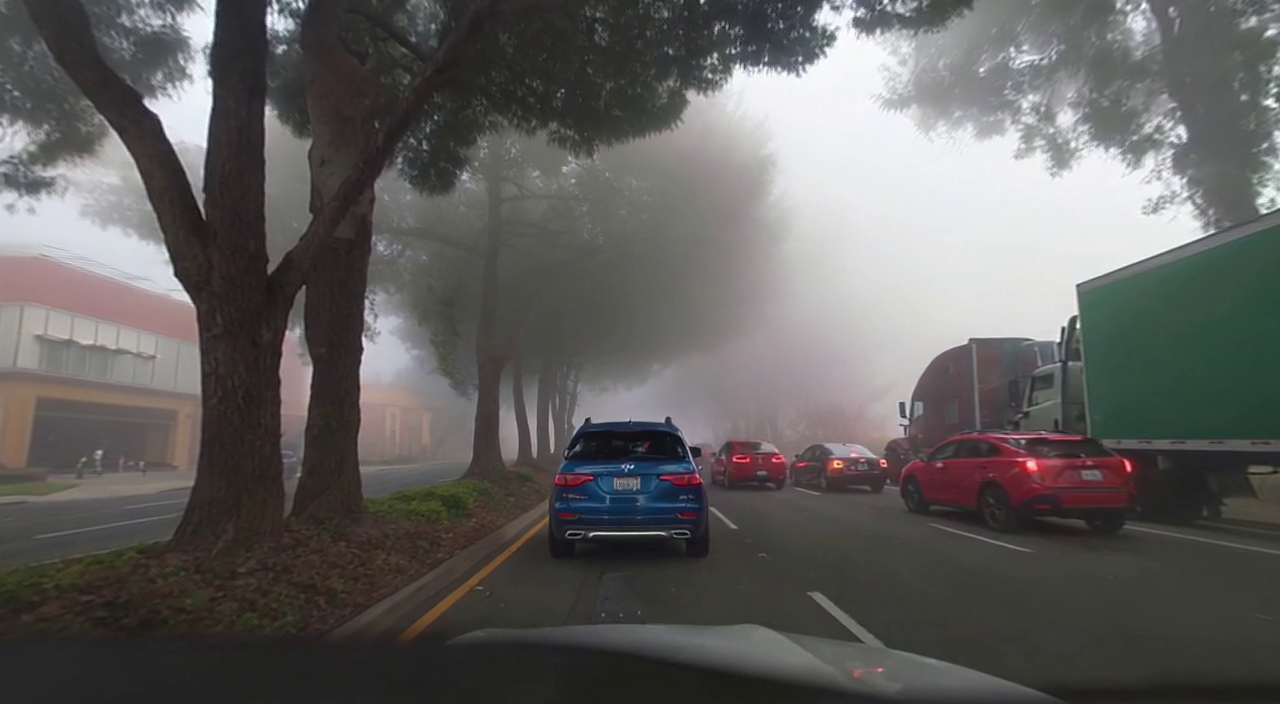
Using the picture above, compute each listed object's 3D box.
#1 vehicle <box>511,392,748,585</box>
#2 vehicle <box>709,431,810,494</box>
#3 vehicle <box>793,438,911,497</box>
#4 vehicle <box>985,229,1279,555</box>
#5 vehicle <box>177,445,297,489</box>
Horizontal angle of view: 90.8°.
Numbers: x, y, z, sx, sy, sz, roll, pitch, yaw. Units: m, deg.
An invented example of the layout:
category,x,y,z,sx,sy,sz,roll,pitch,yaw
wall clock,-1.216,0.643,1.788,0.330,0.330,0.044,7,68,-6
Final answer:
category,x,y,z,sx,sy,sz,roll,pitch,yaw
vehicle,-0.135,1.655,8.384,2.320,1.880,4.192,0,-9,-1
vehicle,3.407,3.274,19.005,2.123,1.648,4.547,0,-9,0
vehicle,6.227,3.433,19.220,2.035,1.553,4.465,0,-9,0
vehicle,9.978,0.269,6.670,2.879,4.284,17.334,0,-9,0
vehicle,-19.307,5.503,30.658,2.302,1.939,5.221,0,-9,1
